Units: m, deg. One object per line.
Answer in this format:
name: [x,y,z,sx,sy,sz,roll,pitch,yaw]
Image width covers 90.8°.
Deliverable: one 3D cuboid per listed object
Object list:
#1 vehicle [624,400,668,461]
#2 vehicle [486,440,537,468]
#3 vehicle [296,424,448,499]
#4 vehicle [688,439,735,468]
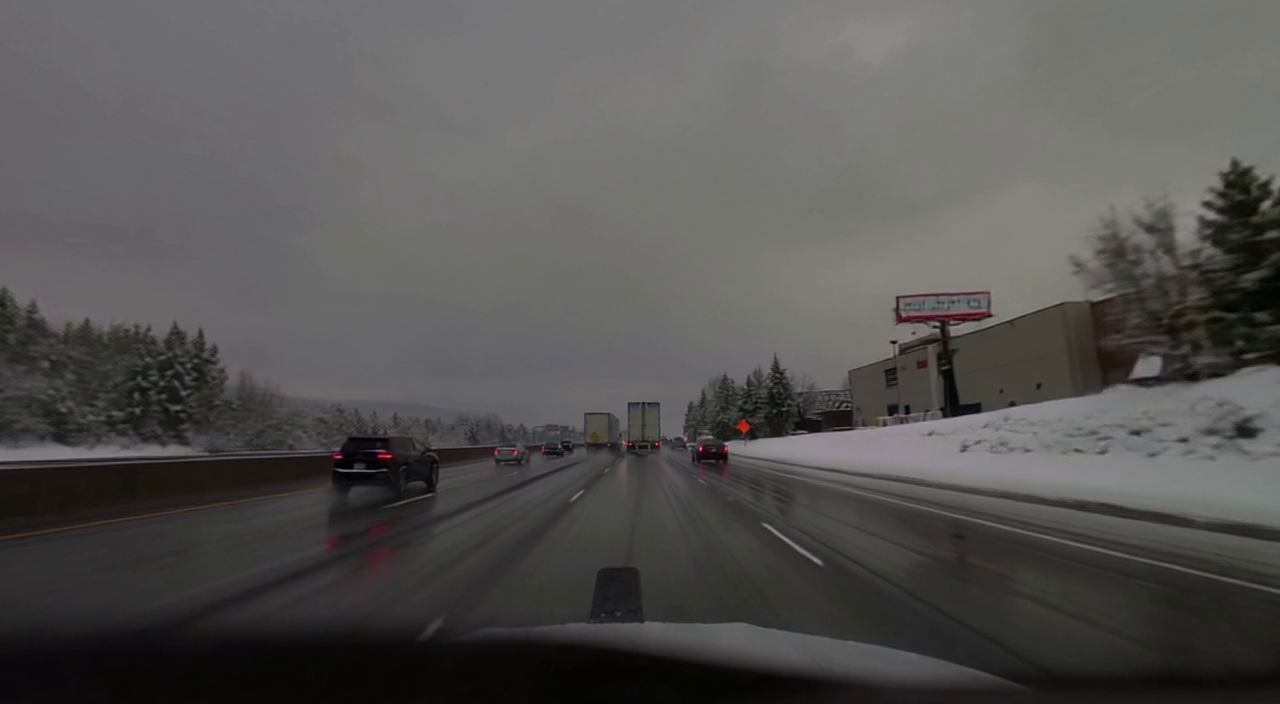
vehicle: [0.347,6.115,48.288,2.969,4.104,10.906,0,-9,-1]
vehicle: [-7.241,5.798,36.084,1.891,1.460,4.506,0,-8,1]
vehicle: [-7.017,2.908,17.146,2.122,1.754,4.379,0,-8,1]
vehicle: [3.765,5.451,34.055,2.006,1.452,4.246,0,-9,-1]
